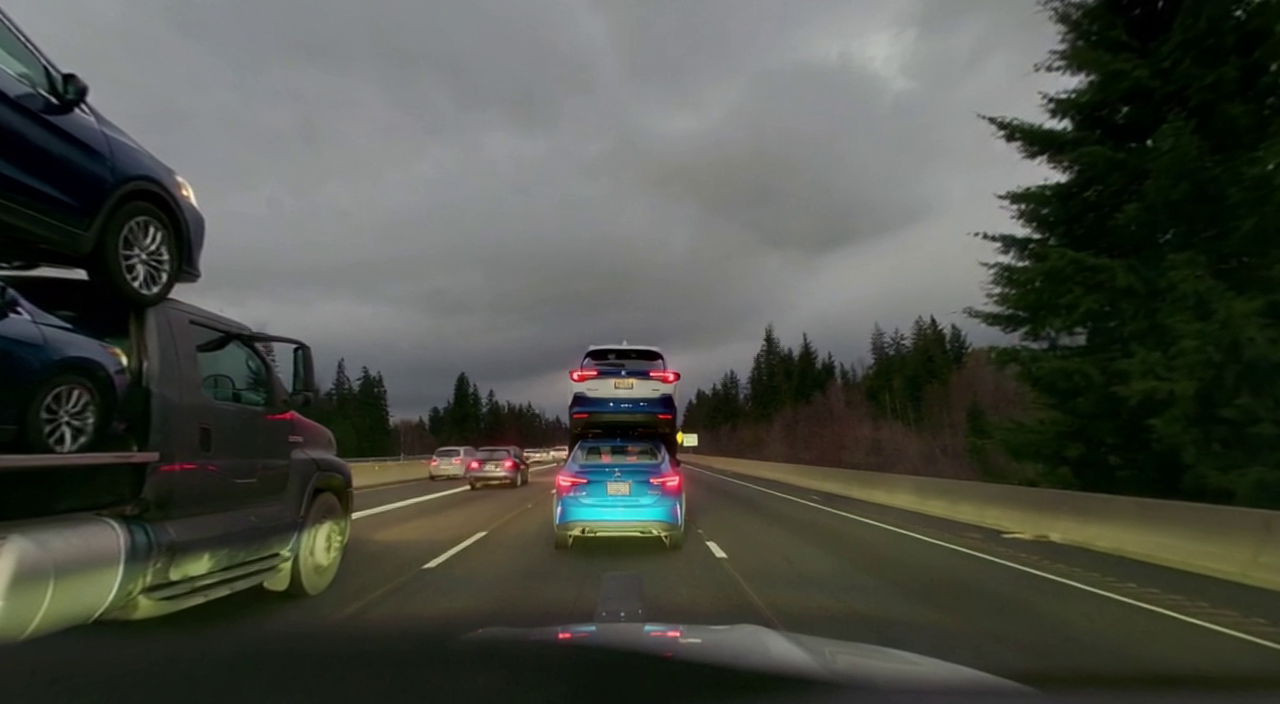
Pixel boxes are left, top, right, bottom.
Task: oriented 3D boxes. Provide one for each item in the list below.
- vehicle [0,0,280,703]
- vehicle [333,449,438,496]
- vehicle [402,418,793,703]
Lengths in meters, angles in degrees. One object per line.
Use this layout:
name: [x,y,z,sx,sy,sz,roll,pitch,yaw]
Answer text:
vehicle: [-4.507,-0.158,2.114,2.963,3.836,6.016,0,-9,-1]
vehicle: [-8.777,4.157,22.209,1.834,1.469,4.362,0,-9,1]
vehicle: [-0.258,1.364,4.998,1.991,1.507,3.391,0,-9,-2]
